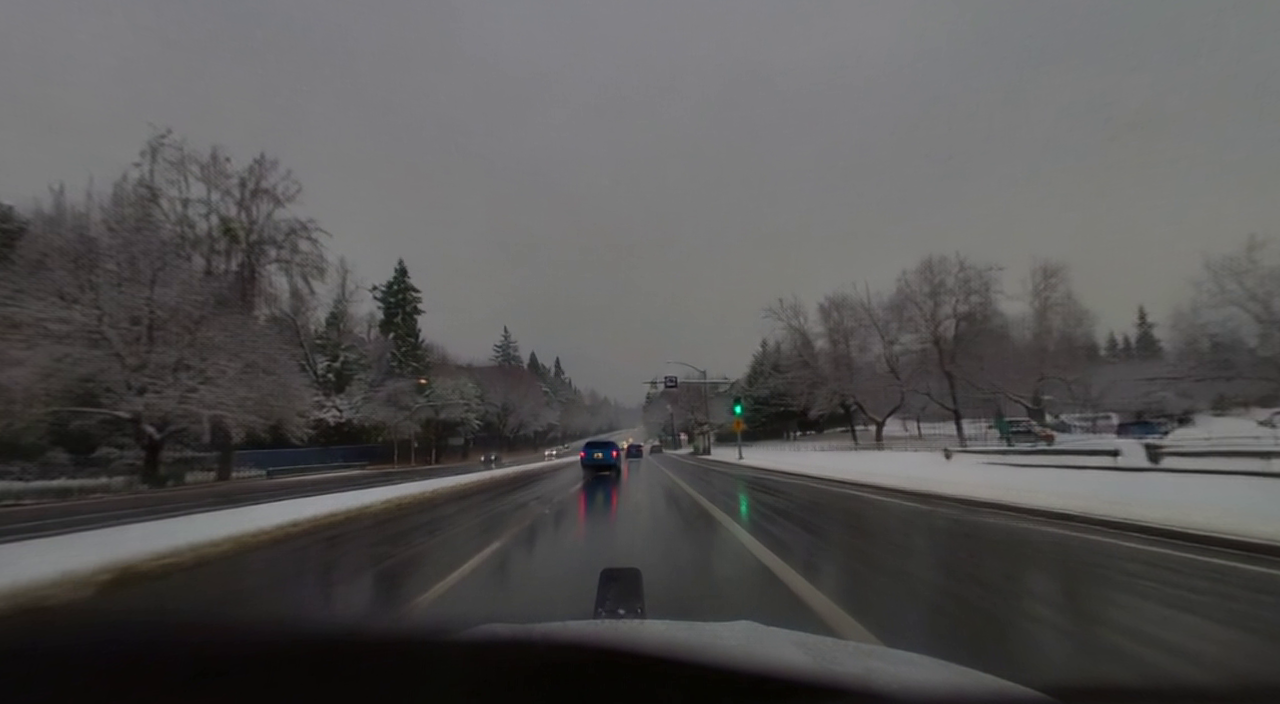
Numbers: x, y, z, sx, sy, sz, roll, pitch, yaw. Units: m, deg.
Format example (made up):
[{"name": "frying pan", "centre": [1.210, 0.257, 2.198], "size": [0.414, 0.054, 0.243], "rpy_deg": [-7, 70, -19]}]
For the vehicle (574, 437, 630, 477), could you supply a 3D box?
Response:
[{"name": "vehicle", "centre": [-1.670, 4.810, 29.179], "size": [2.174, 1.703, 4.231], "rpy_deg": [0, -9, 2]}]
